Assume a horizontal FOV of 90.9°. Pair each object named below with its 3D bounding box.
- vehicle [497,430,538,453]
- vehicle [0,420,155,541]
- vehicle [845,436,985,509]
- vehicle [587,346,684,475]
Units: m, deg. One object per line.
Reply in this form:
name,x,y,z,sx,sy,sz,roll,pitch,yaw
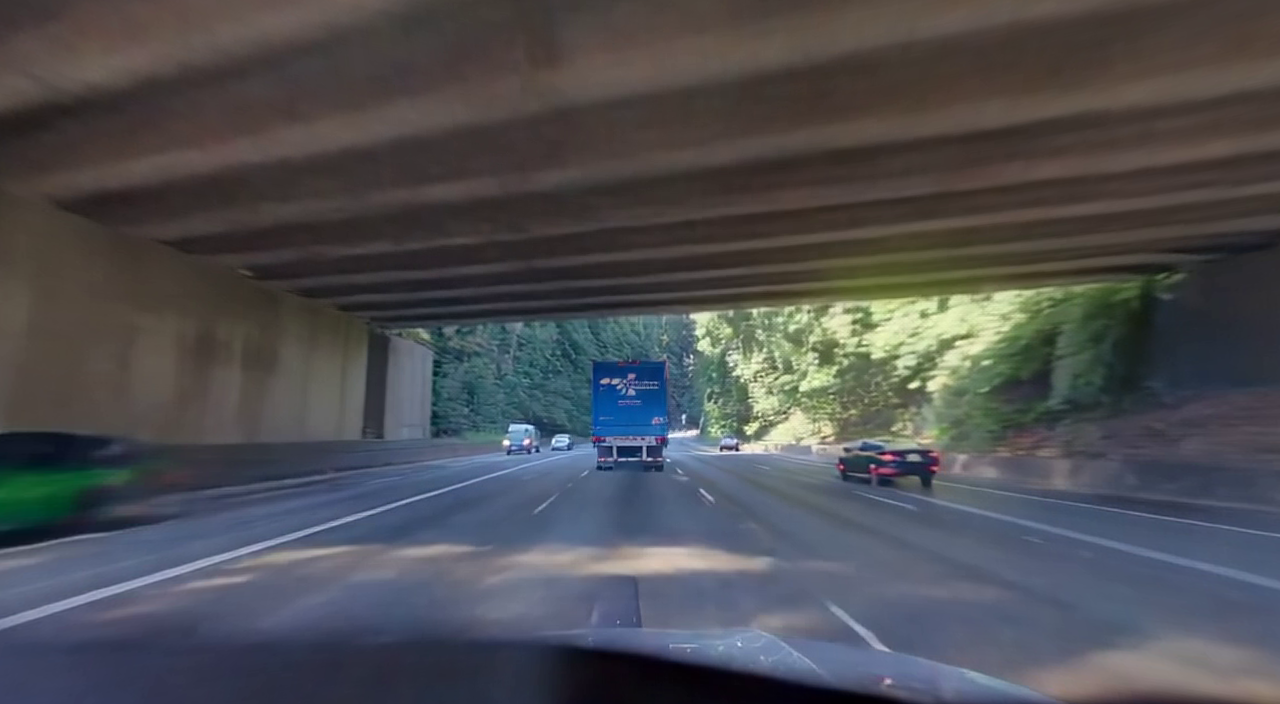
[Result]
vehicle,-8.747,6.433,45.392,2.081,1.613,4.273,0,-8,0
vehicle,-8.756,1.627,8.112,1.955,1.453,3.855,0,-8,-1
vehicle,7.590,3.298,17.918,2.050,1.637,4.397,3,-7,0
vehicle,-0.406,2.410,24.122,2.895,3.861,10.213,0,-8,-3
